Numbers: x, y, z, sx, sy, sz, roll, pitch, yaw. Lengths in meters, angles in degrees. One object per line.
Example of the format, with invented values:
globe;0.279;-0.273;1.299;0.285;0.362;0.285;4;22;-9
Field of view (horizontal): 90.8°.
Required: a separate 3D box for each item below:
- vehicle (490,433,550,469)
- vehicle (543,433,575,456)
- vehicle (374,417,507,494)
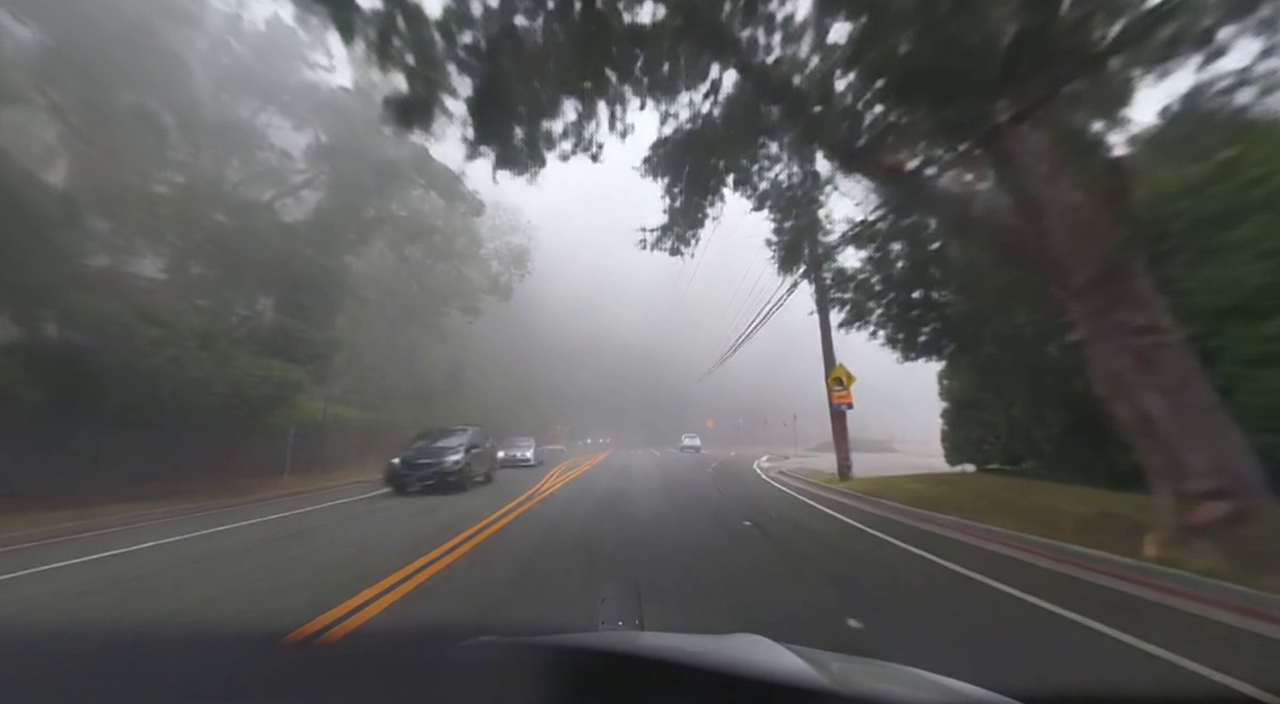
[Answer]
vehicle;-5.246;4.395;28.152;1.909;1.463;4.569;0;-8;-2
vehicle;-6.093;7.023;47.881;2.001;1.616;4.064;0;-8;-1
vehicle;-5.217;2.795;17.285;2.228;1.792;4.397;0;-8;-1
